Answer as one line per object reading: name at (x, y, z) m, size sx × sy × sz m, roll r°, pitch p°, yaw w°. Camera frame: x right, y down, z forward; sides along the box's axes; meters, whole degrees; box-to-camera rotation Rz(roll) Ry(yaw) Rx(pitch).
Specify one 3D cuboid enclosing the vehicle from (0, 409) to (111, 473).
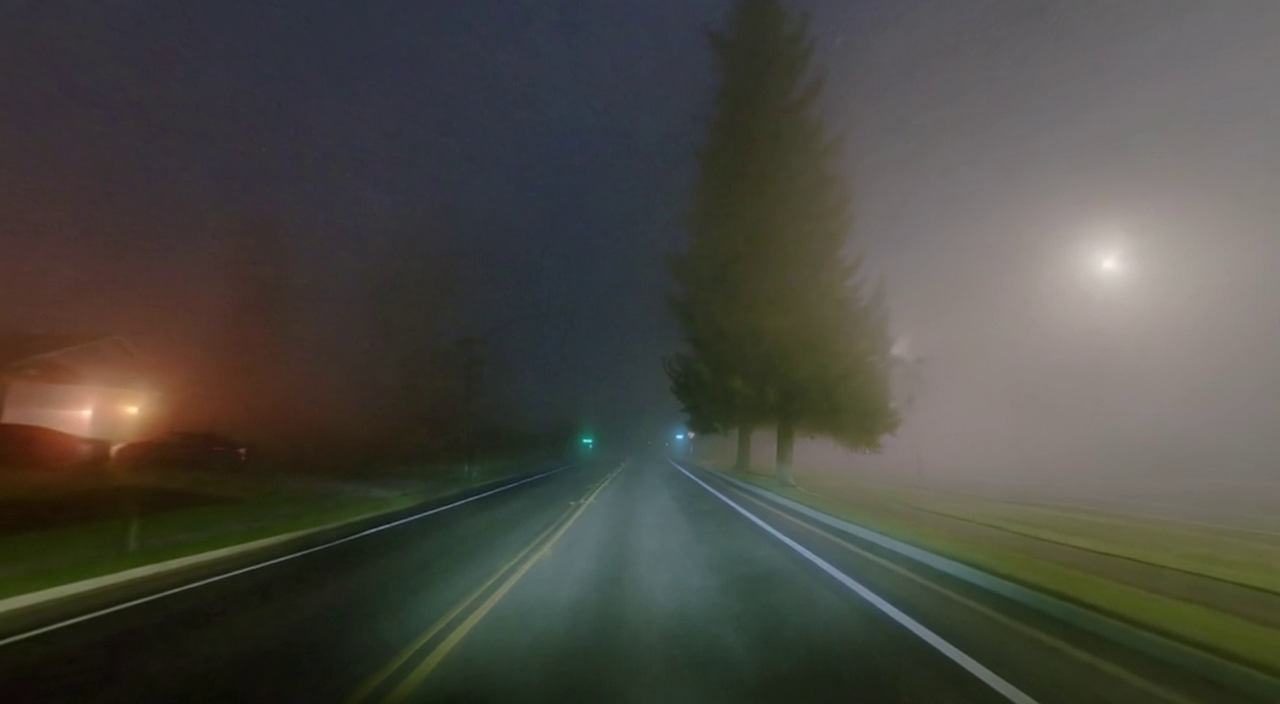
vehicle at (-20.272, 2.839, 20.506) m, size 4.511 × 1.876 × 2.044 m, roll 0°, pitch -8°, yaw 10°

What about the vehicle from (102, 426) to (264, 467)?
vehicle at (-19.146, 3.996, 26.713) m, size 5.008 × 1.619 × 2.102 m, roll 3°, pitch -8°, yaw -15°
